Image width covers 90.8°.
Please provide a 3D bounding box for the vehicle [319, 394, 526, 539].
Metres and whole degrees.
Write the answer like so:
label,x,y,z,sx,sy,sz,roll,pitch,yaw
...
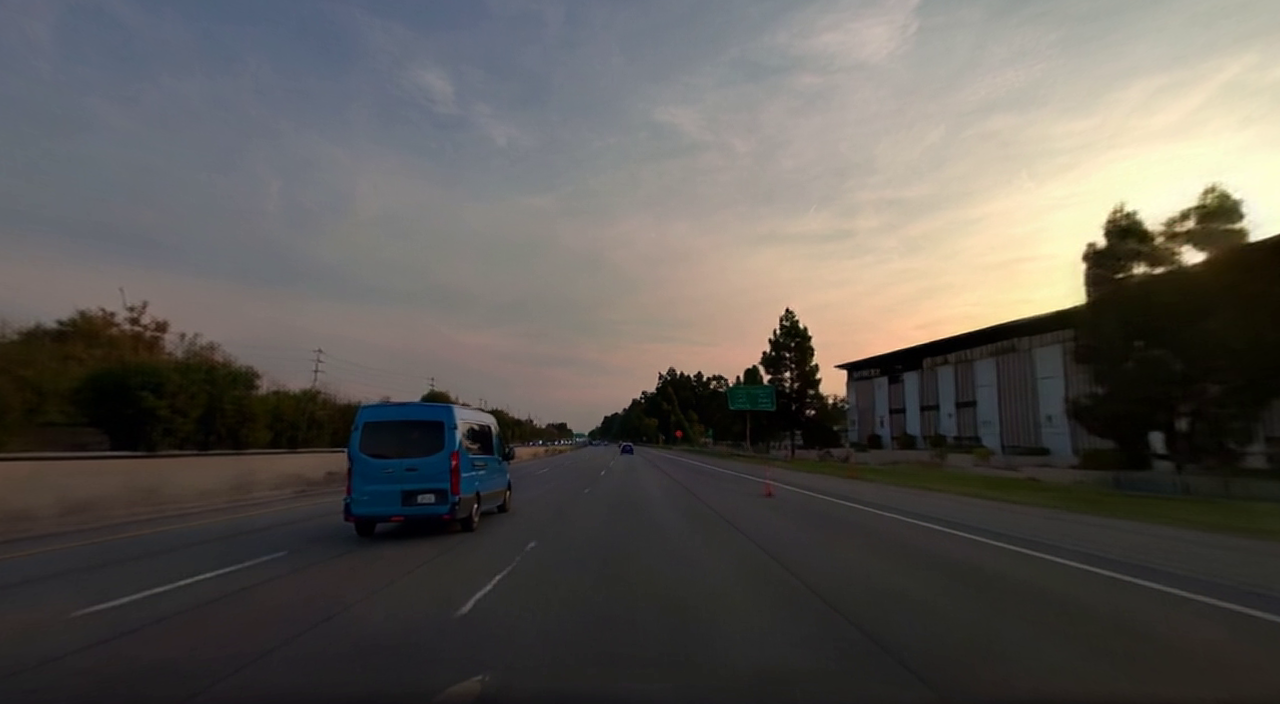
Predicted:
label,x,y,z,sx,sy,sz,roll,pitch,yaw
vehicle,-3.412,1.915,11.015,2.046,1.982,4.465,0,-9,-1
